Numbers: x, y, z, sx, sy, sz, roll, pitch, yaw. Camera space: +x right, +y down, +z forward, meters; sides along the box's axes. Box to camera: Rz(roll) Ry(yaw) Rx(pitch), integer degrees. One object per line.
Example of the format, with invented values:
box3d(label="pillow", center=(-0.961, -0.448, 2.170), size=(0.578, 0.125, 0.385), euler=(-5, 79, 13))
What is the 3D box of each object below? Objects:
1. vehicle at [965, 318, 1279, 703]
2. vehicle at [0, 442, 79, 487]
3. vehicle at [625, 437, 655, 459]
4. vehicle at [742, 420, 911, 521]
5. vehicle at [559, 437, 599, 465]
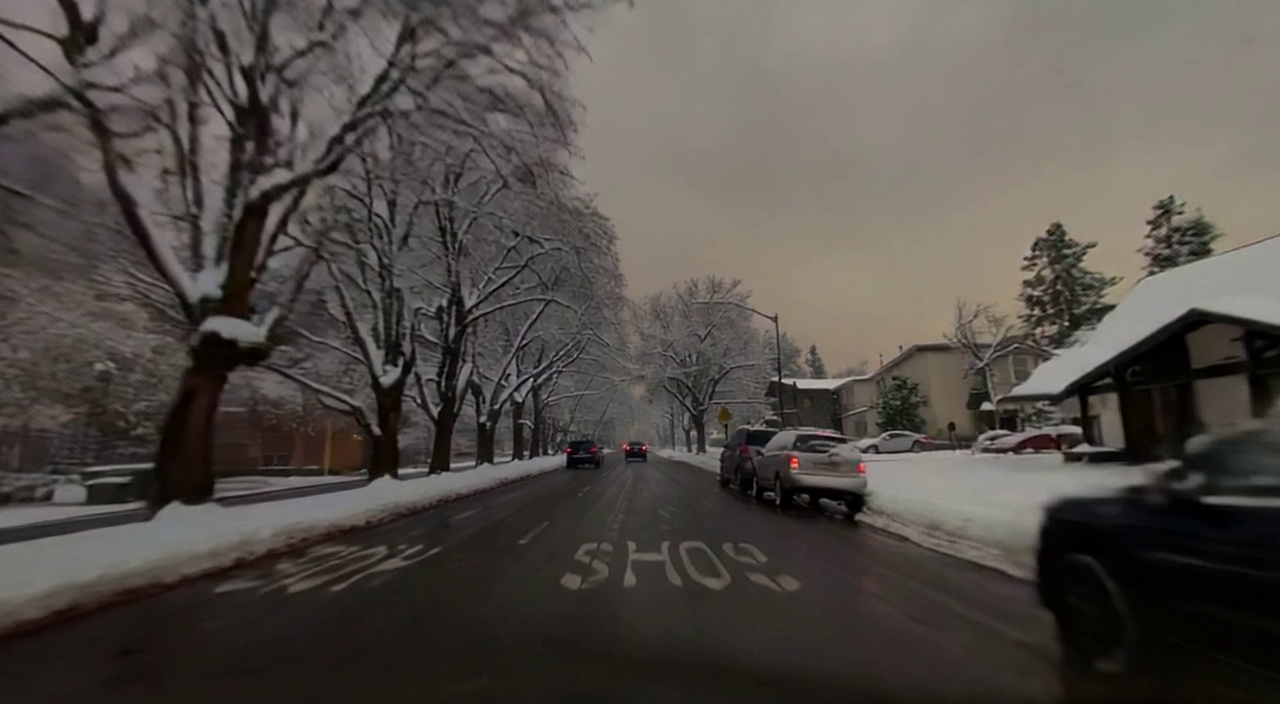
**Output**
box3d(label="vehicle", center=(3.682, 0.747, 2.103), size=(2.273, 1.860, 5.077), euler=(0, -9, -3))
box3d(label="vehicle", center=(-46.966, 8.571, 47.619), size=(6.687, 2.839, 2.880), euler=(-6, -8, -1))
box3d(label="vehicle", center=(0.035, 7.150, 47.015), size=(2.142, 1.548, 4.273), euler=(0, -8, 0))
box3d(label="vehicle", center=(3.620, 2.406, 13.322), size=(2.113, 1.760, 4.432), euler=(0, -9, -1))
box3d(label="vehicle", center=(-3.830, 6.288, 40.417), size=(2.129, 1.668, 4.722), euler=(0, -8, 0))
